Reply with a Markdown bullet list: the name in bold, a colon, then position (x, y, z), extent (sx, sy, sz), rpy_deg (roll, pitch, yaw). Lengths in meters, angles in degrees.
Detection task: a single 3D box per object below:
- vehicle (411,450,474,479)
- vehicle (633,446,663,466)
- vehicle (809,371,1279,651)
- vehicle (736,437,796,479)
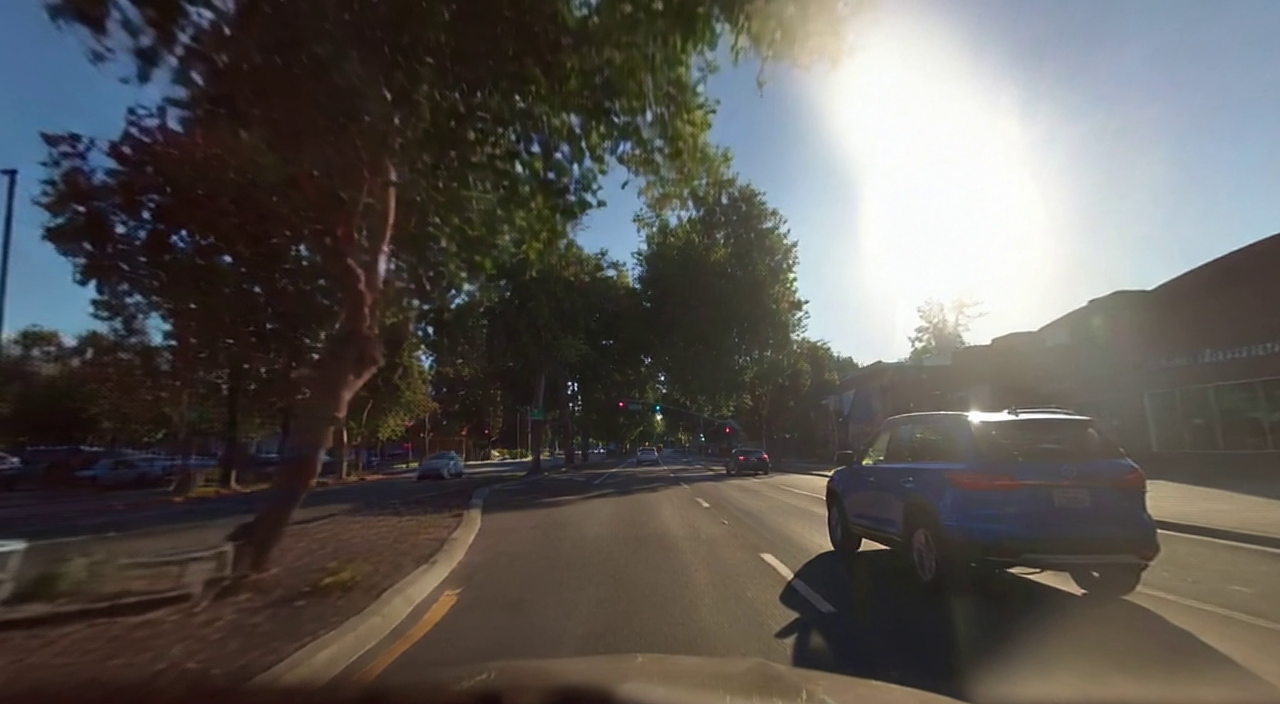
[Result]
- **vehicle**: position (-11.078, 6.339, 35.724), extent (1.955, 1.507, 4.750), rpy_deg (0, -8, 1)
- **vehicle**: position (0.626, 7.959, 48.290), extent (2.131, 1.474, 4.146), rpy_deg (0, -8, 1)
- **vehicle**: position (3.383, 1.384, 6.471), extent (2.033, 1.865, 4.360), rpy_deg (0, -8, 0)
- **vehicle**: position (6.016, 5.130, 30.773), extent (2.085, 1.828, 5.383), rpy_deg (0, -8, 3)
